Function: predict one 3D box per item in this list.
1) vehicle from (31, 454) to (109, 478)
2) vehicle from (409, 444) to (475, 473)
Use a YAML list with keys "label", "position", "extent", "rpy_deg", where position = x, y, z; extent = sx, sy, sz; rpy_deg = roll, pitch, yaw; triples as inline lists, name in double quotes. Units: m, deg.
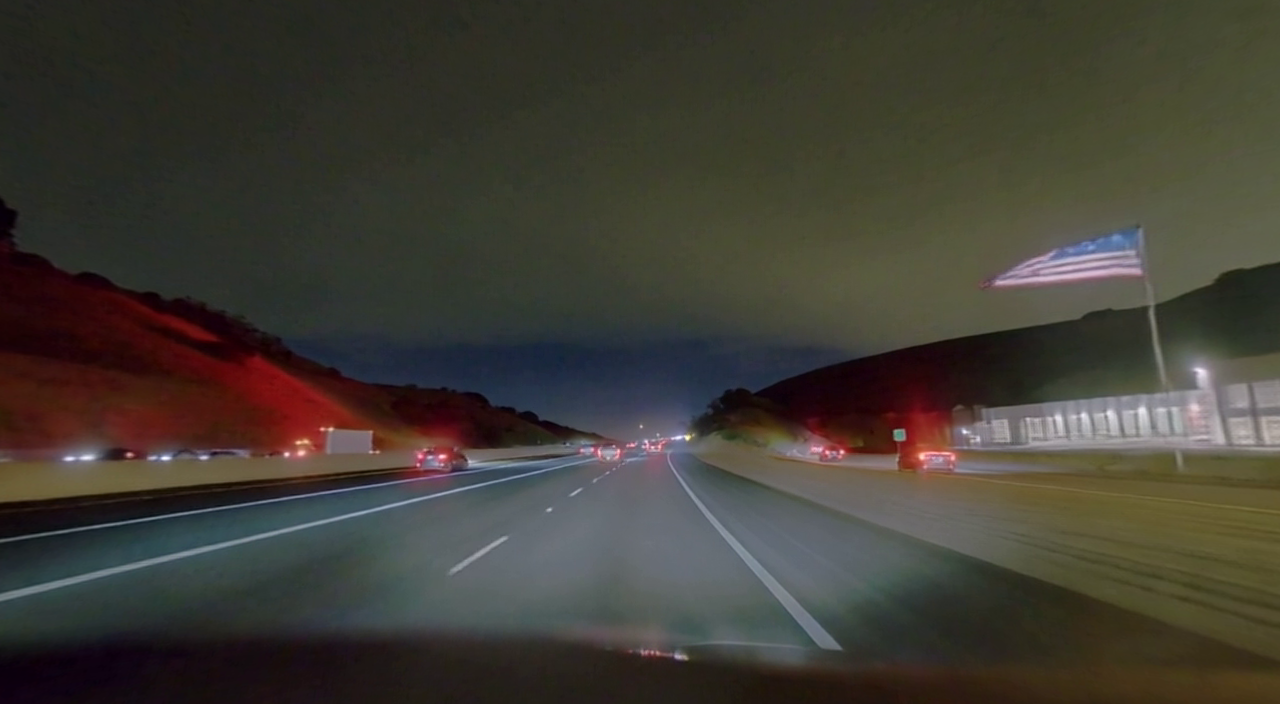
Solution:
- label: "vehicle"
  position: [-37.784, 7.557, 41.897]
  extent: [1.607, 1.413, 3.677]
  rpy_deg: [-1, -8, 3]
- label: "vehicle"
  position: [-10.517, 5.682, 33.853]
  extent: [1.927, 1.454, 4.395]
  rpy_deg: [-1, -8, 3]
